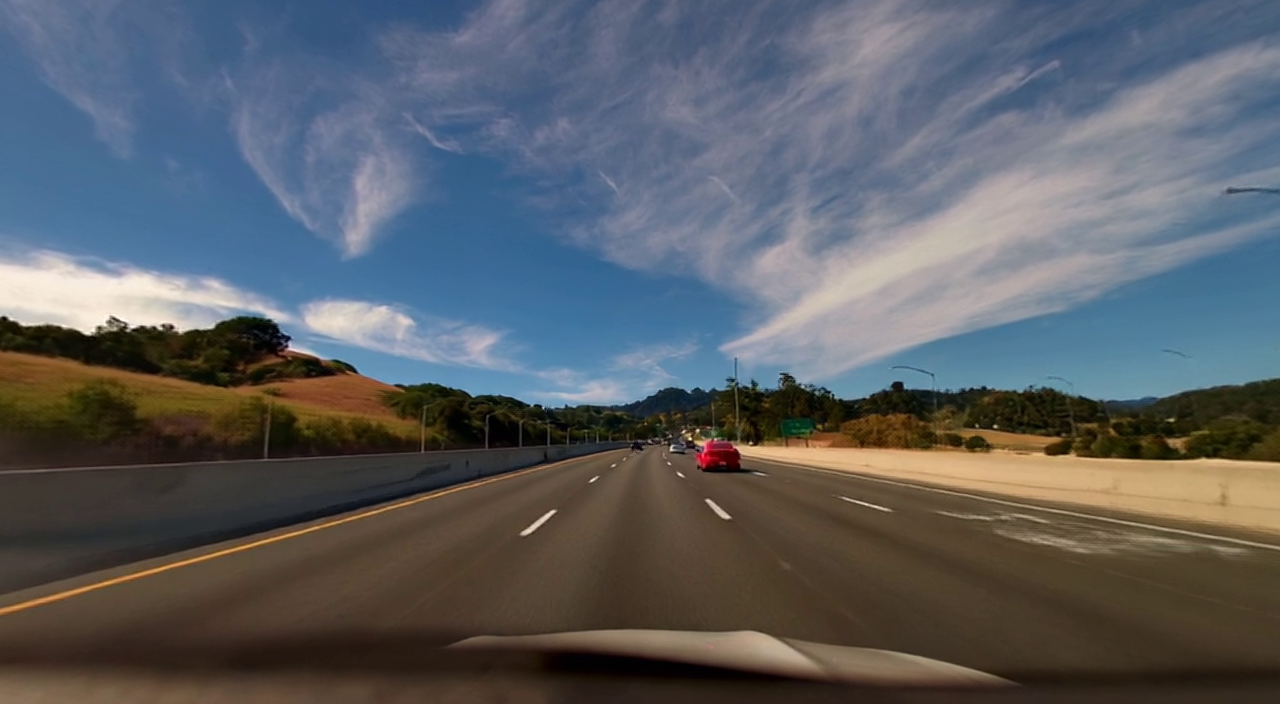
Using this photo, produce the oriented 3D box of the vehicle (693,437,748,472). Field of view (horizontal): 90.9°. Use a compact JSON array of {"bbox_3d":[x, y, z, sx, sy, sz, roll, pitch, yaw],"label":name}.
[{"bbox_3d":[3.708,4.799,29.703,1.916,1.469,4.481,0,-8,-1],"label":"vehicle"}]
